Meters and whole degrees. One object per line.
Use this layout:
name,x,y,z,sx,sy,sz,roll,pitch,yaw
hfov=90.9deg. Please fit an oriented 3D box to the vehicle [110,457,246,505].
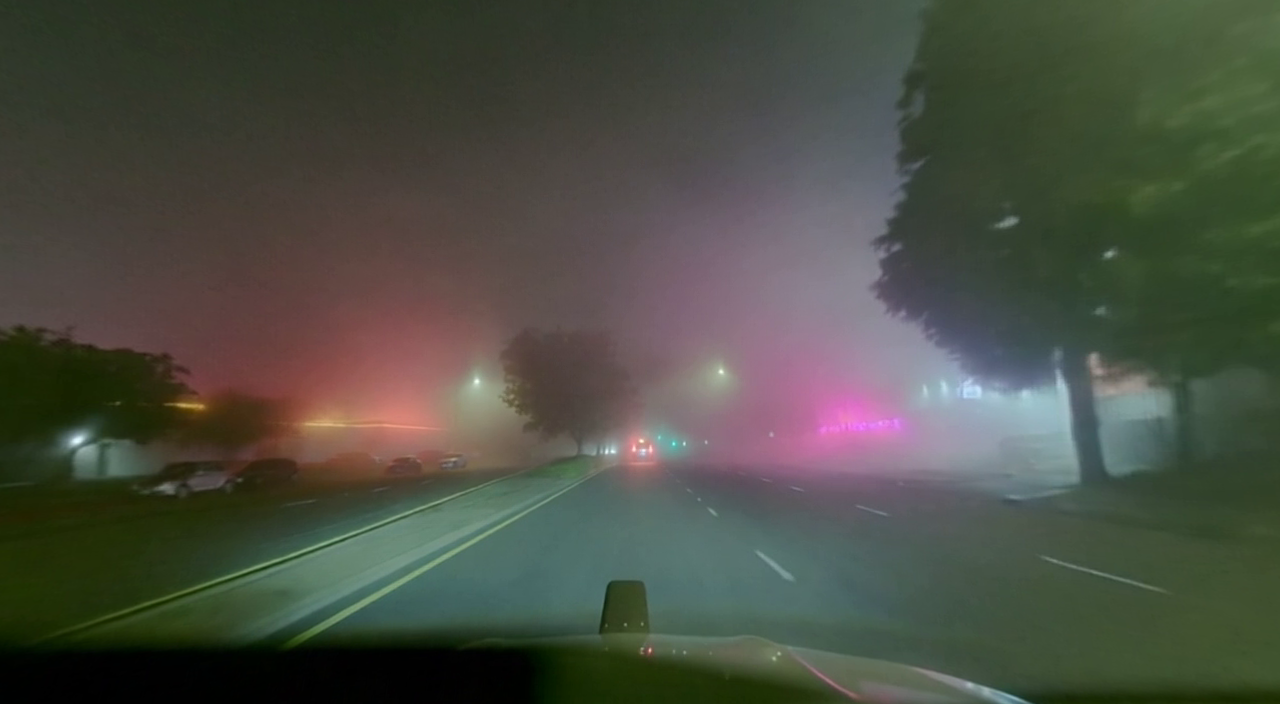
vehicle,-18.969,5.276,26.210,1.959,1.682,4.628,0,-8,2

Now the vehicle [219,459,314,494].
vehicle,-18.697,6.241,31.842,1.861,1.499,4.535,0,-8,3

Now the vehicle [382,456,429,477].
vehicle,-18.428,8.988,49.723,1.806,1.454,4.599,0,-8,1
